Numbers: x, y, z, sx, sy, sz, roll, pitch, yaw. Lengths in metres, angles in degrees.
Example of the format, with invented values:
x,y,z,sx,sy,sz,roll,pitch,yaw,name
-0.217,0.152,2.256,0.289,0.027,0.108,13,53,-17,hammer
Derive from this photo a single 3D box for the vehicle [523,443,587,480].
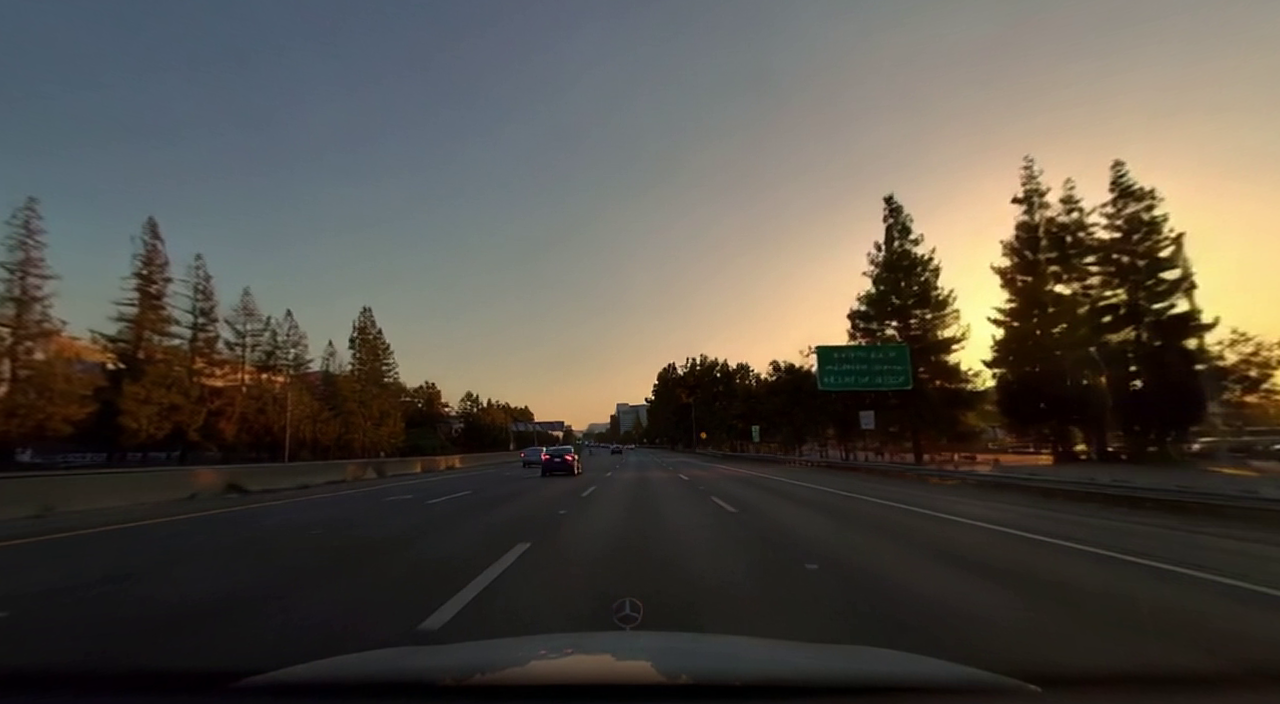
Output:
x,y,z,sx,sy,sz,roll,pitch,yaw,name
-3.574,4.712,27.346,2.128,1.450,4.078,0,-9,1,vehicle
